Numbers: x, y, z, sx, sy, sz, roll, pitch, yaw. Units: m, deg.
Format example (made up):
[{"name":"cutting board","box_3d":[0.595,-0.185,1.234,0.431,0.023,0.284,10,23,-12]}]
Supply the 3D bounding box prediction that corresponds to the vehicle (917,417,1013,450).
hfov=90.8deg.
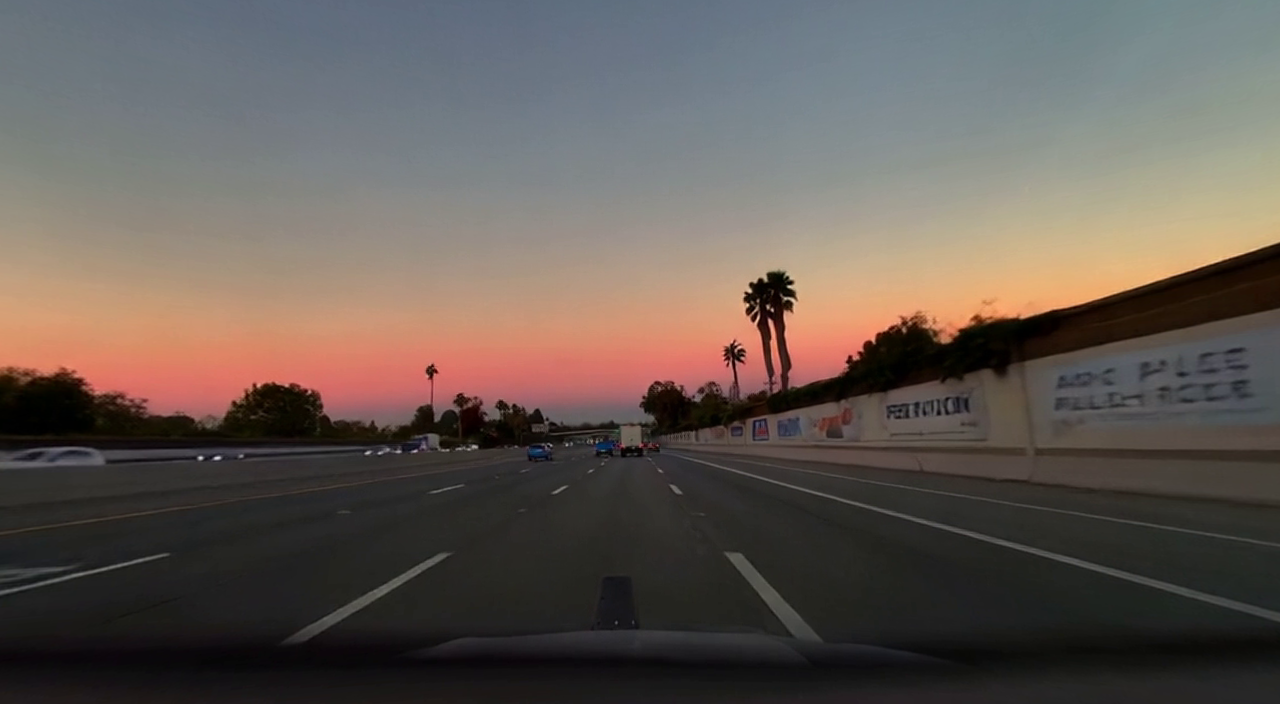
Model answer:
[{"name":"vehicle","box_3d":[23.736,5.989,46.279,5.716,2.092,2.177,-2,-11,-4]}]

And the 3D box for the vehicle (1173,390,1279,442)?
[{"name":"vehicle","box_3d":[23.259,2.390,23.151,5.484,1.783,2.076,0,-9,-1]}]

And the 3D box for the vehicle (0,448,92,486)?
[{"name":"vehicle","box_3d":[-29.857,5.489,30.537,2.081,1.670,5.157,0,-9,0]}]

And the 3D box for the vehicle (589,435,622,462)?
[{"name":"vehicle","box_3d":[-2.659,7.638,49.827,2.390,2.007,4.901,0,-9,-1]}]
